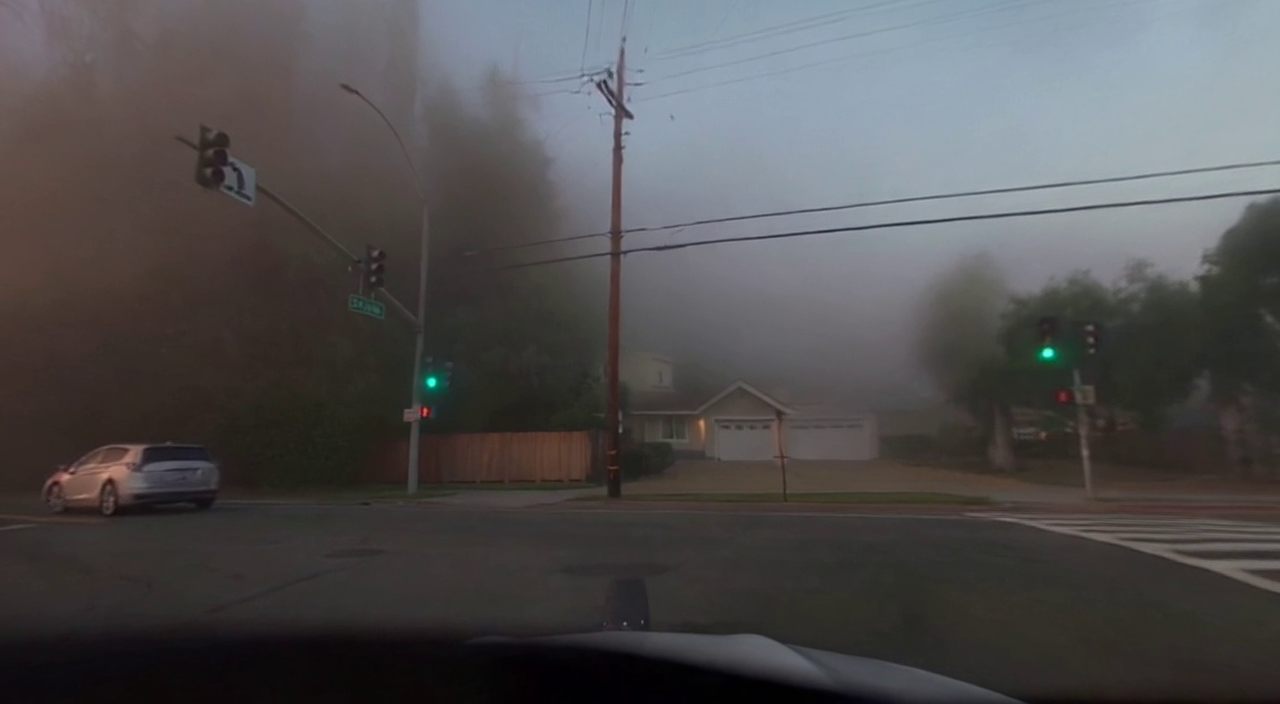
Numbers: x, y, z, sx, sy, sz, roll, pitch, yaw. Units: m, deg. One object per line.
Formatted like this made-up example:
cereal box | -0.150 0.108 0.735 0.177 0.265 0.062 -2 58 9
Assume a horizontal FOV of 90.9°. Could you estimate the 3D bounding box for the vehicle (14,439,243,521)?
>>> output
vehicle | -11.209 2.686 13.806 4.512 1.506 2.078 -4 -9 26
